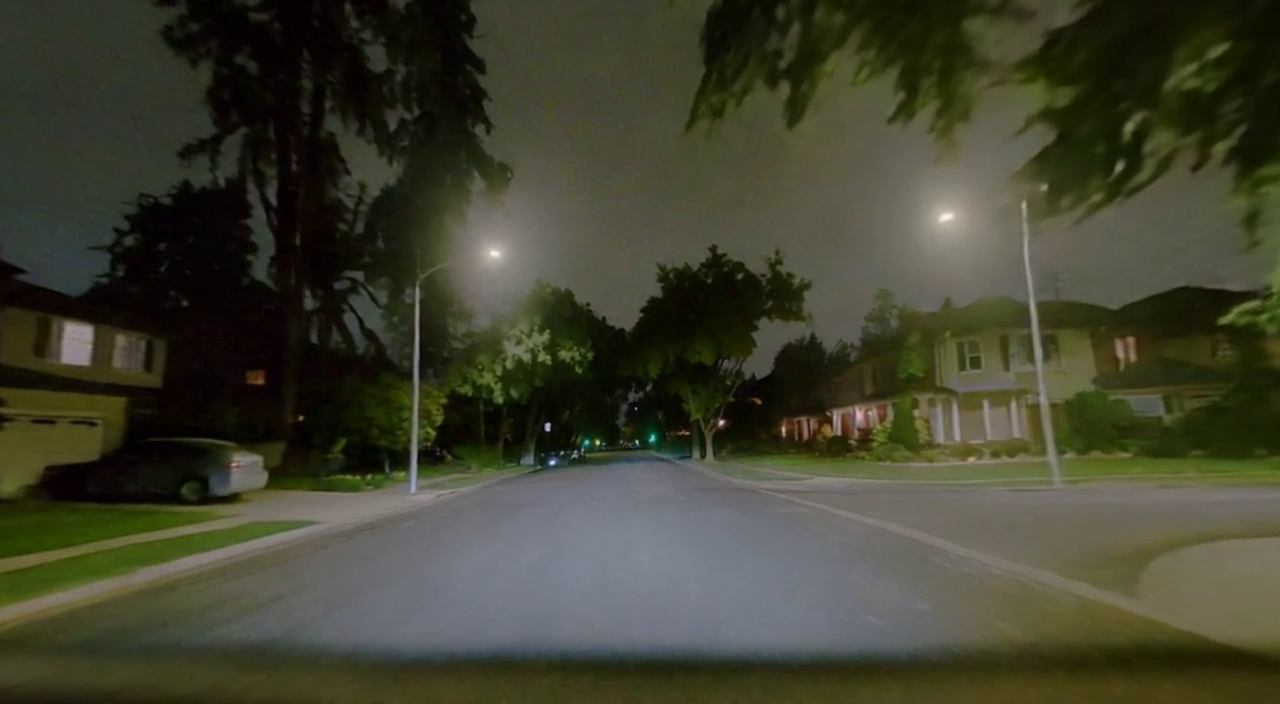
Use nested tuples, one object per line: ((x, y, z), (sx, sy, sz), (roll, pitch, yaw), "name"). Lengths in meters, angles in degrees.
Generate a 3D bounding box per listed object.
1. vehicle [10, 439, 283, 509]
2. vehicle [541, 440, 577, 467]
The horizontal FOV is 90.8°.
((-14.268, 3.537, 18.699), (5.863, 1.773, 2.451), (0, -8, -4), "vehicle")
((-6.246, 7.876, 49.285), (2.341, 1.886, 5.684), (-1, -8, -2), "vehicle")
